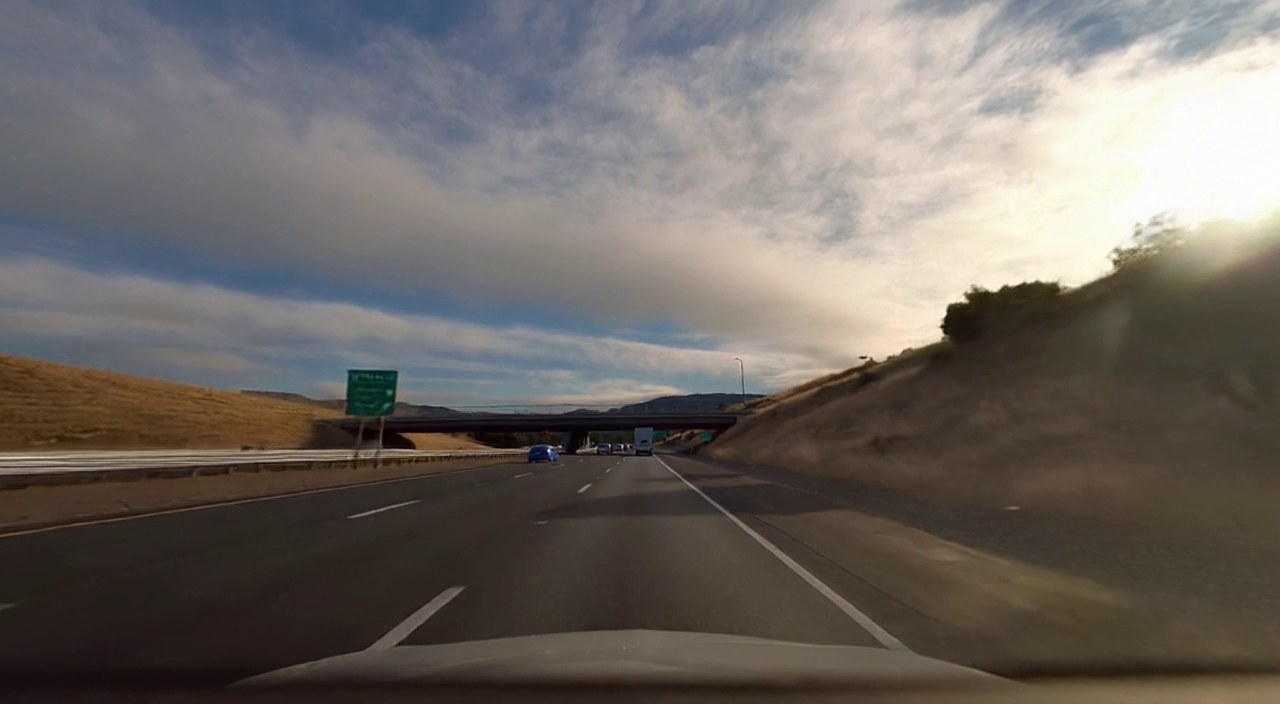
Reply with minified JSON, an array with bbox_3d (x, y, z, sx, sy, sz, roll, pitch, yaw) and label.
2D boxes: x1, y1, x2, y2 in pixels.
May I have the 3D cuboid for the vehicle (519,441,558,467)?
[{"bbox_3d":[-7.255,7.339,45.460,2.070,1.738,4.733,0,-9,0],"label":"vehicle"}]
